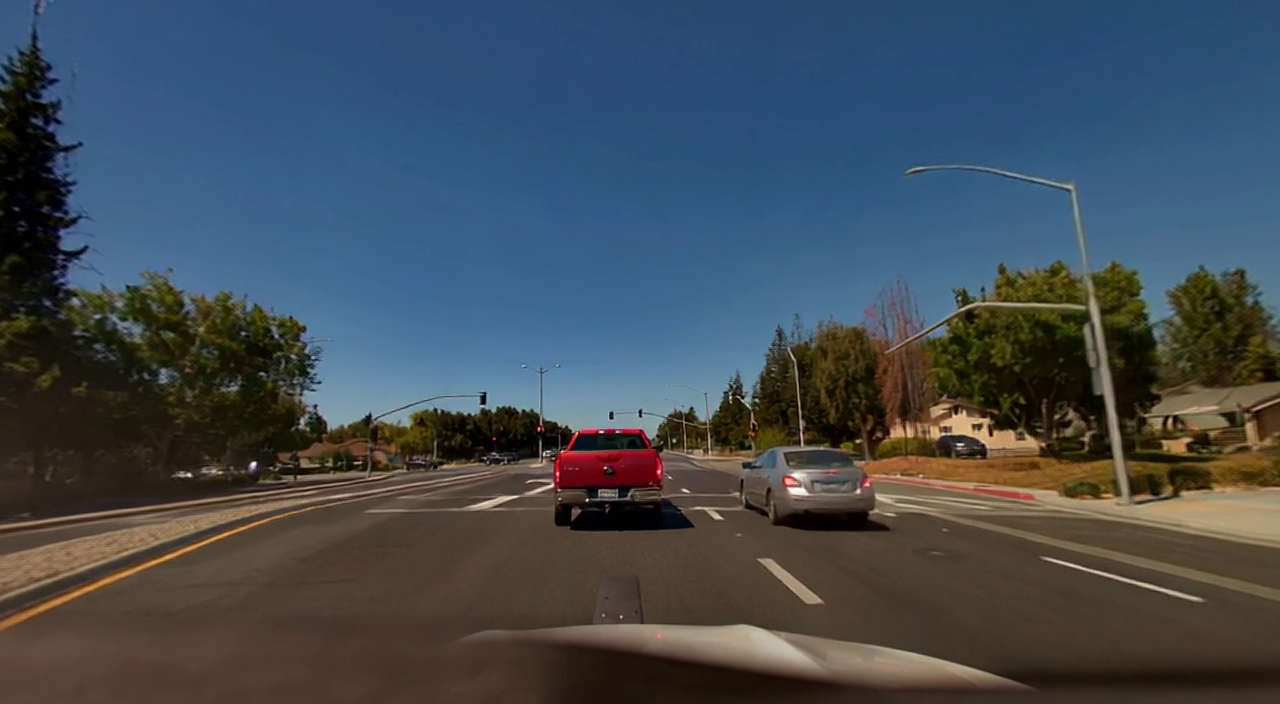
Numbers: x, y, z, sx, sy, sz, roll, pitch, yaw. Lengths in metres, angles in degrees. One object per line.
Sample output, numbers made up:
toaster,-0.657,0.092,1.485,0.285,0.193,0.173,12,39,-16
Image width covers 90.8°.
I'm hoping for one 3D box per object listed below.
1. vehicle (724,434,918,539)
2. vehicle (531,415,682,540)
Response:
vehicle,2.922,2.278,11.410,2.073,1.484,4.437,0,-8,-2
vehicle,-0.495,2.149,11.454,2.145,1.762,4.731,0,-8,-1
